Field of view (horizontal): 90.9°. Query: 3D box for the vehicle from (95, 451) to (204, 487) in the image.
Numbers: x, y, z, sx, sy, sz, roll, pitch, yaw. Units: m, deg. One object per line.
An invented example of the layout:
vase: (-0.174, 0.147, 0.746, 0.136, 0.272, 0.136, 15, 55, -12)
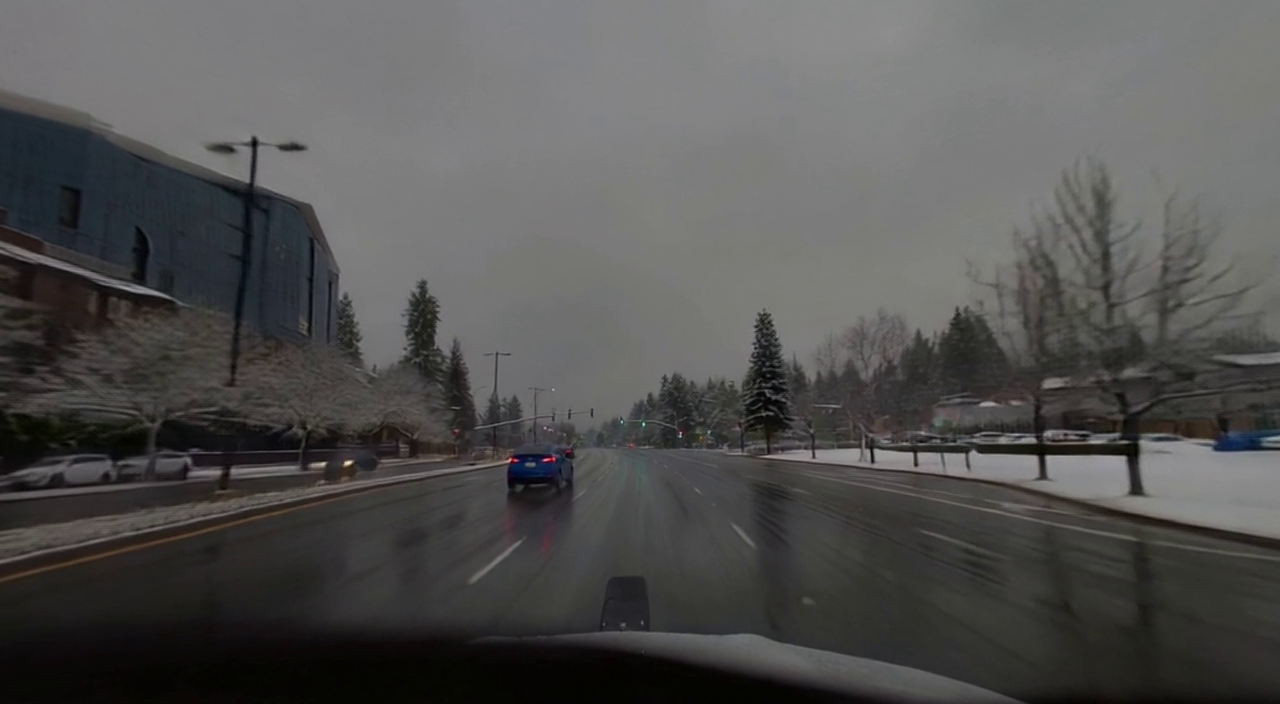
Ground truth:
vehicle: (-26.506, 6.309, 34.311, 1.786, 1.713, 4.992, 1, -9, 1)

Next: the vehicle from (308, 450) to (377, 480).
vehicle: (-16.670, 6.302, 35.552, 1.890, 1.479, 4.484, -1, -8, -2)

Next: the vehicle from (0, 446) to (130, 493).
vehicle: (-26.678, 5.366, 29.051, 2.207, 1.909, 4.831, 1, -9, 0)

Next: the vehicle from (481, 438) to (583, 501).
vehicle: (-2.875, 3.228, 17.841, 2.009, 1.489, 4.543, -2, -8, 1)
